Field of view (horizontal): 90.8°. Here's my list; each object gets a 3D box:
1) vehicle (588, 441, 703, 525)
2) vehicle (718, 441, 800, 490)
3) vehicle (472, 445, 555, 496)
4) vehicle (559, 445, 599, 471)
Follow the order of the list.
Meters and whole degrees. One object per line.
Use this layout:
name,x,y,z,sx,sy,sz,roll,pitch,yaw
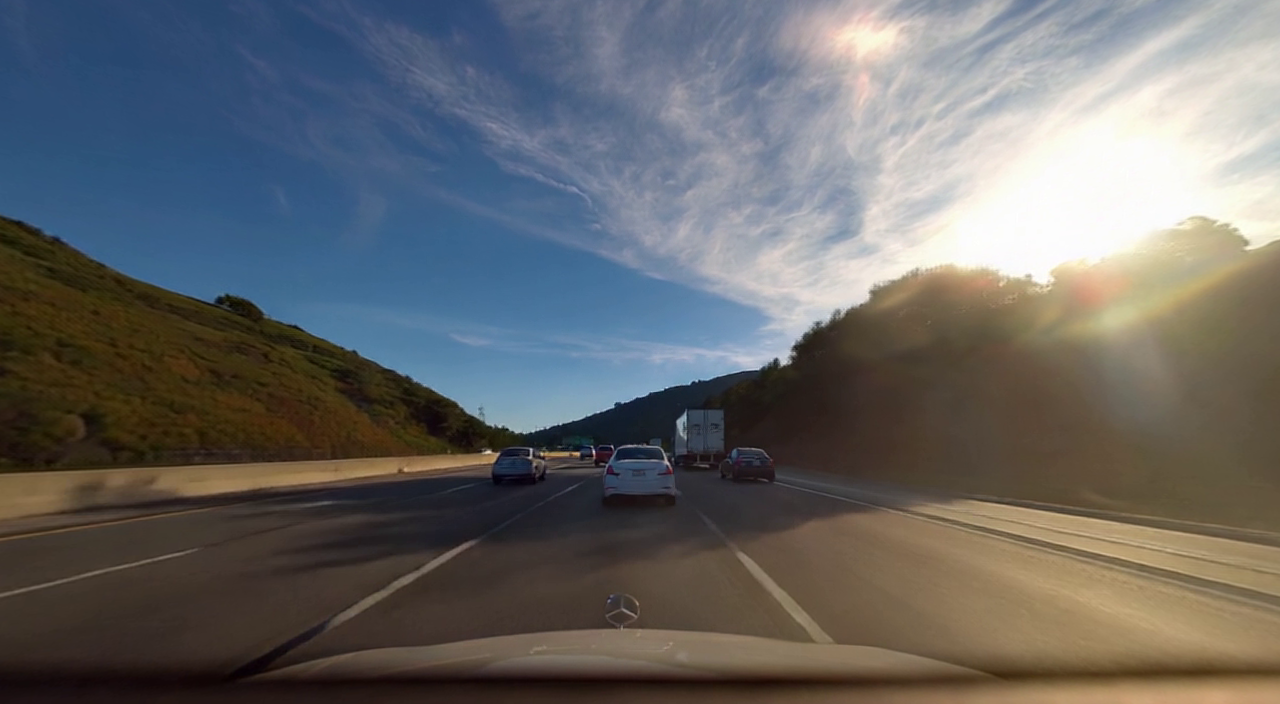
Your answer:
vehicle,0.103,2.623,13.088,2.041,1.484,3.535,0,-9,0
vehicle,4.129,4.037,22.751,2.029,1.579,4.484,0,-9,-1
vehicle,-4.033,3.856,20.821,1.848,1.486,3.832,0,-9,1
vehicle,-4.069,7.213,42.979,2.211,1.669,4.224,0,-9,1
